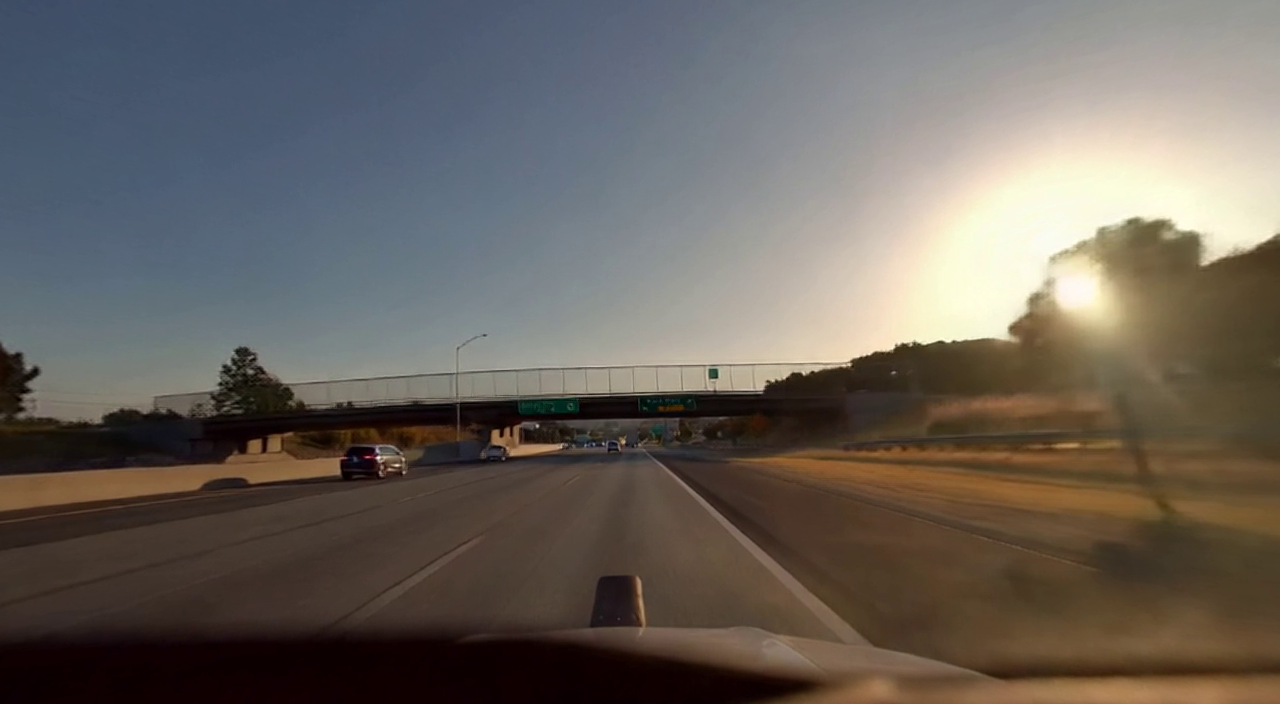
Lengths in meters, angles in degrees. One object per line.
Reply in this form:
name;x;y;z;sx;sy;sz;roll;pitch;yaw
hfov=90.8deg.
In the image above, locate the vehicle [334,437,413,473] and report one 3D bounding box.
vehicle;-14.422;5.600;34.591;2.049;1.792;5.177;0;-8;0
